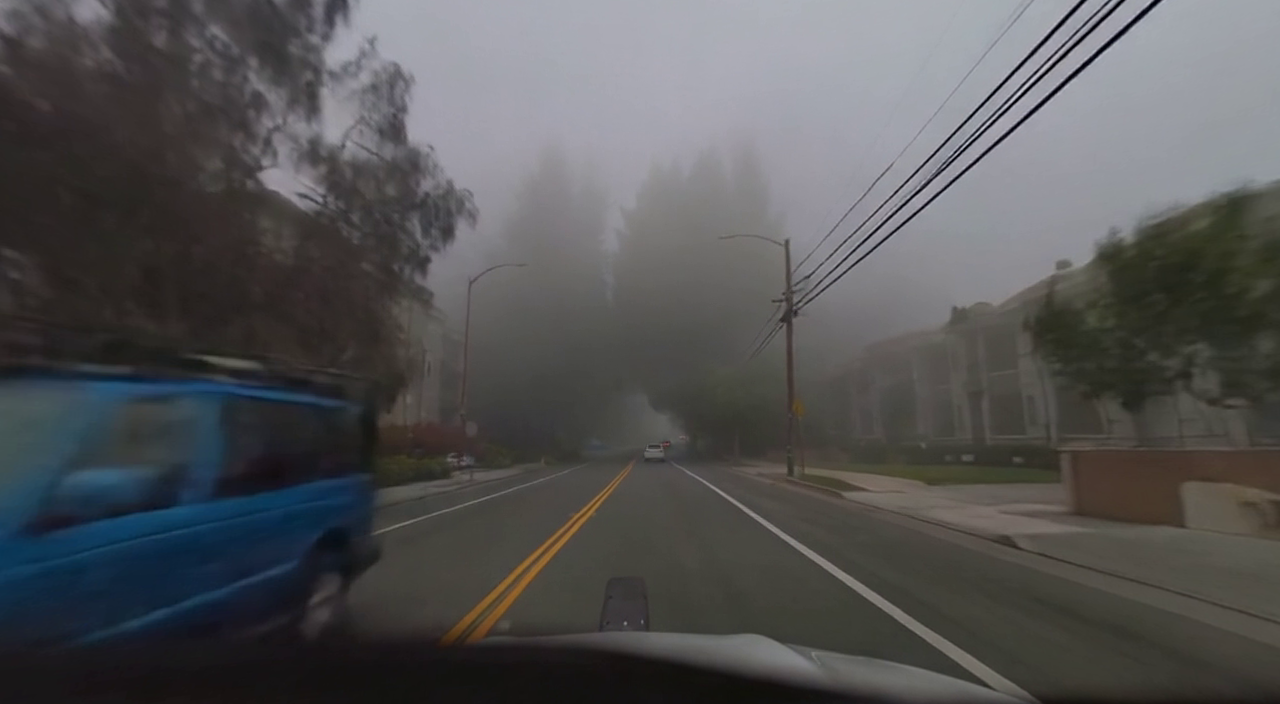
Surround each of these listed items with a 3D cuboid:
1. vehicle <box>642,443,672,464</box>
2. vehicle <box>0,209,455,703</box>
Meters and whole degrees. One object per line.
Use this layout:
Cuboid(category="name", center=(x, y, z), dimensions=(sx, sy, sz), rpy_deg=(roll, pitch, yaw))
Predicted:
Cuboid(category="vehicle", center=(1.213, 7.548, 46.944), dimensions=(2.097, 1.463, 4.043), rpy_deg=(0, -9, 0))
Cuboid(category="vehicle", center=(-2.937, 0.780, 2.601), dimensions=(2.469, 2.023, 5.896), rpy_deg=(0, -9, 1))
